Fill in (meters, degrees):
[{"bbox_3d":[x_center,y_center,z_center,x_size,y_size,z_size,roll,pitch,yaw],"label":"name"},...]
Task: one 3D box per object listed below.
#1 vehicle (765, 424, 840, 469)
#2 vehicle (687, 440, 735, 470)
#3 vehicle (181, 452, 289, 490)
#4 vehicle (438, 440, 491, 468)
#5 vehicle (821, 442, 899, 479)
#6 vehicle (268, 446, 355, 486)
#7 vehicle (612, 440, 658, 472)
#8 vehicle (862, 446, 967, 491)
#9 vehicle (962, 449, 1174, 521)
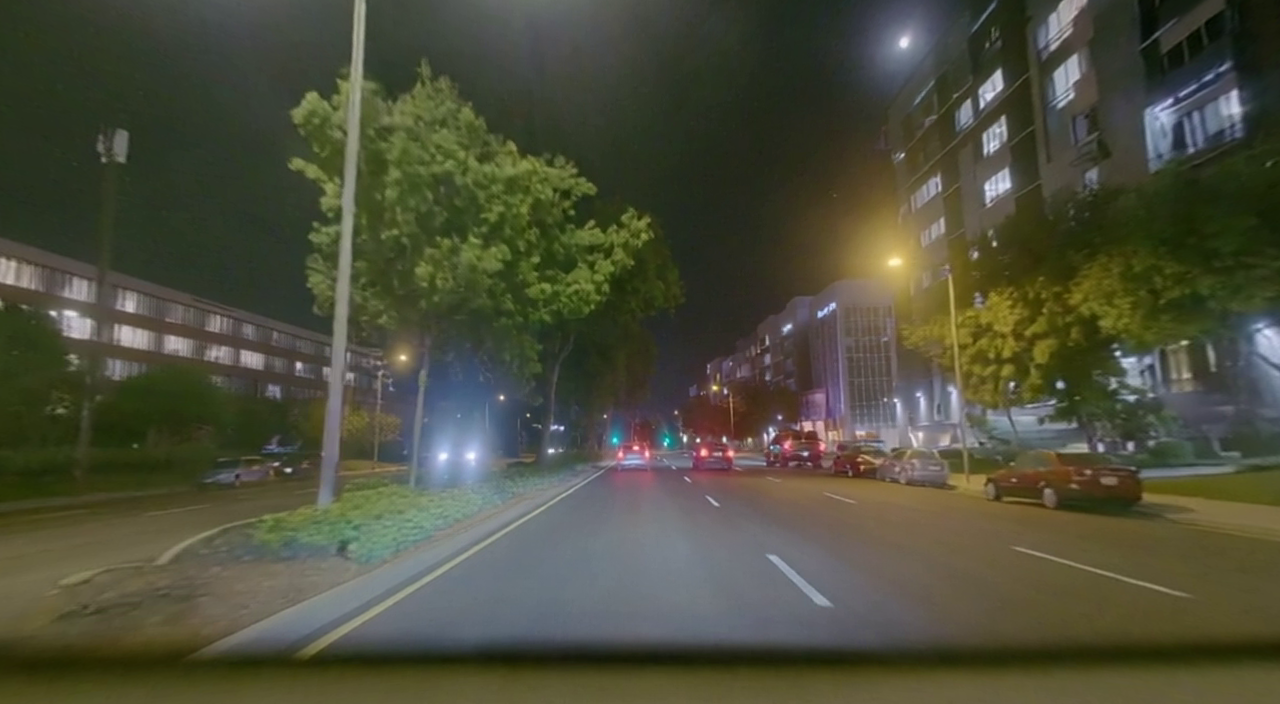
[{"bbox_3d":[10.616,6.289,42.169,3.082,2.655,7.381,0,-8,1],"label":"vehicle"},{"bbox_3d":[3.706,5.455,33.762,1.993,1.477,4.240,0,-8,-1],"label":"vehicle"},{"bbox_3d":[-19.005,5.565,29.940,2.180,1.608,4.443,0,-8,-1],"label":"vehicle"},{"bbox_3d":[-12.560,7.325,45.523,2.331,1.910,4.823,-1,-8,1],"label":"vehicle"},{"bbox_3d":[10.592,5.230,30.783,2.129,1.645,4.625,0,-8,0],"label":"vehicle"},{"bbox_3d":[-19.110,6.588,37.069,2.240,2.112,5.268,0,-8,0],"label":"vehicle"},{"bbox_3d":[-0.240,5.093,31.176,2.101,1.444,4.248,0,-8,0],"label":"vehicle"},{"bbox_3d":[10.266,4.365,24.118,1.898,1.502,4.788,0,-8,1],"label":"vehicle"},{"bbox_3d":[10.166,3.147,15.583,1.944,1.454,4.647,0,-8,0],"label":"vehicle"}]
